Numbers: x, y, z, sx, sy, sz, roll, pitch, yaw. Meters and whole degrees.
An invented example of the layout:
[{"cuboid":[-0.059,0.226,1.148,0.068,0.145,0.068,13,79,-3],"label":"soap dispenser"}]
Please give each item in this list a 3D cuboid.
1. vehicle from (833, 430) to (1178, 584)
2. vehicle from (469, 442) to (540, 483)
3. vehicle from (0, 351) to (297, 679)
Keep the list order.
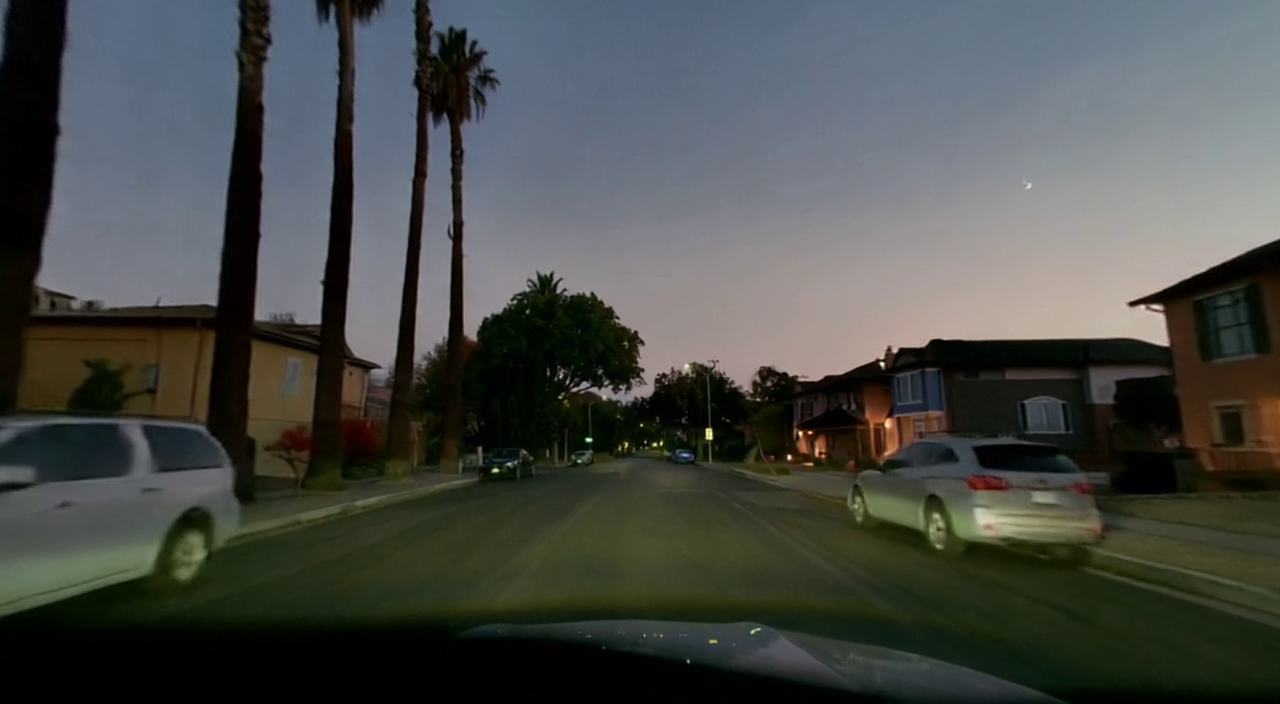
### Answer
[{"cuboid":[4.450,1.930,8.779,1.991,1.554,4.501,0,-9,-2],"label":"vehicle"},{"cuboid":[-5.629,4.626,26.864,2.079,1.486,4.877,-2,-8,-1],"label":"vehicle"},{"cuboid":[-4.842,1.124,4.580,2.149,1.877,5.082,-2,-8,-4],"label":"vehicle"}]
